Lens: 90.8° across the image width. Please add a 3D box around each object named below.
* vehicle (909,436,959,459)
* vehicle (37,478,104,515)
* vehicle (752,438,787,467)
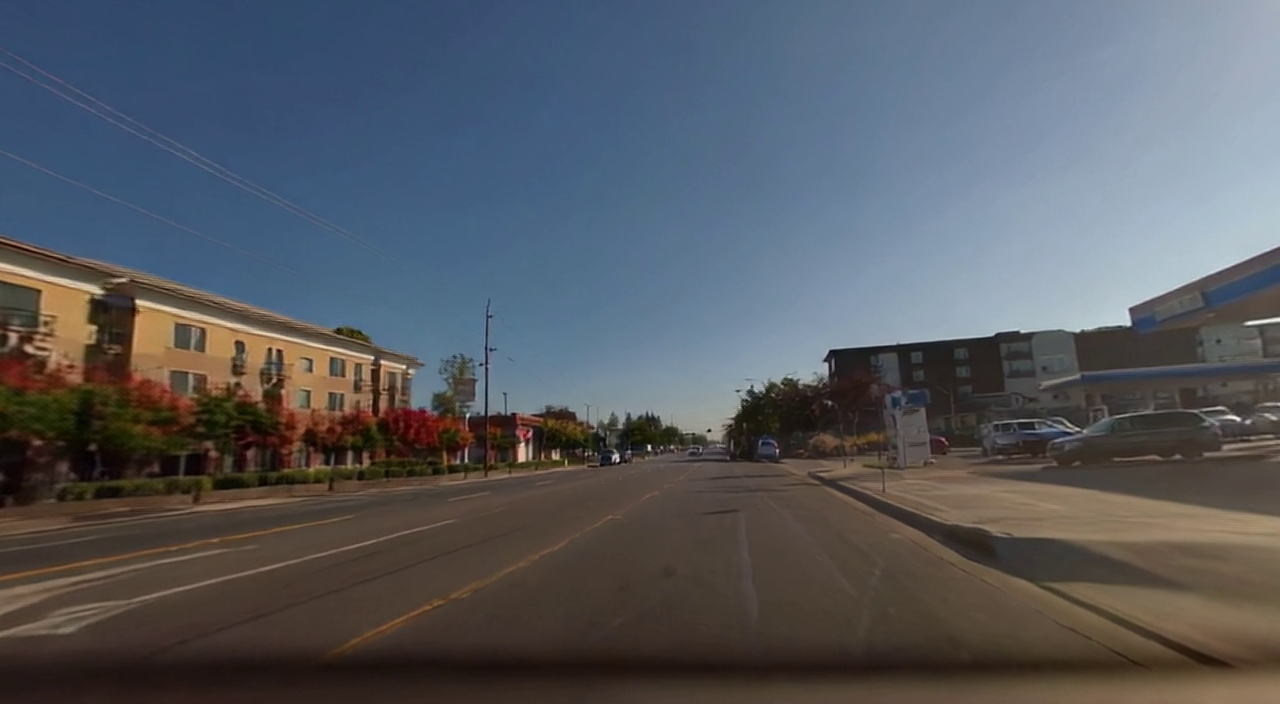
[{"bbox_3d":[19.418,6.356,41.884,1.919,1.411,4.440,-2,-9,10],"label":"vehicle"},{"bbox_3d":[-27.400,6.878,30.355,4.672,1.460,1.837,-9,-12,42],"label":"vehicle"},{"bbox_3d":[9.016,7.025,44.367,2.194,1.896,5.049,-2,-9,10],"label":"vehicle"}]
